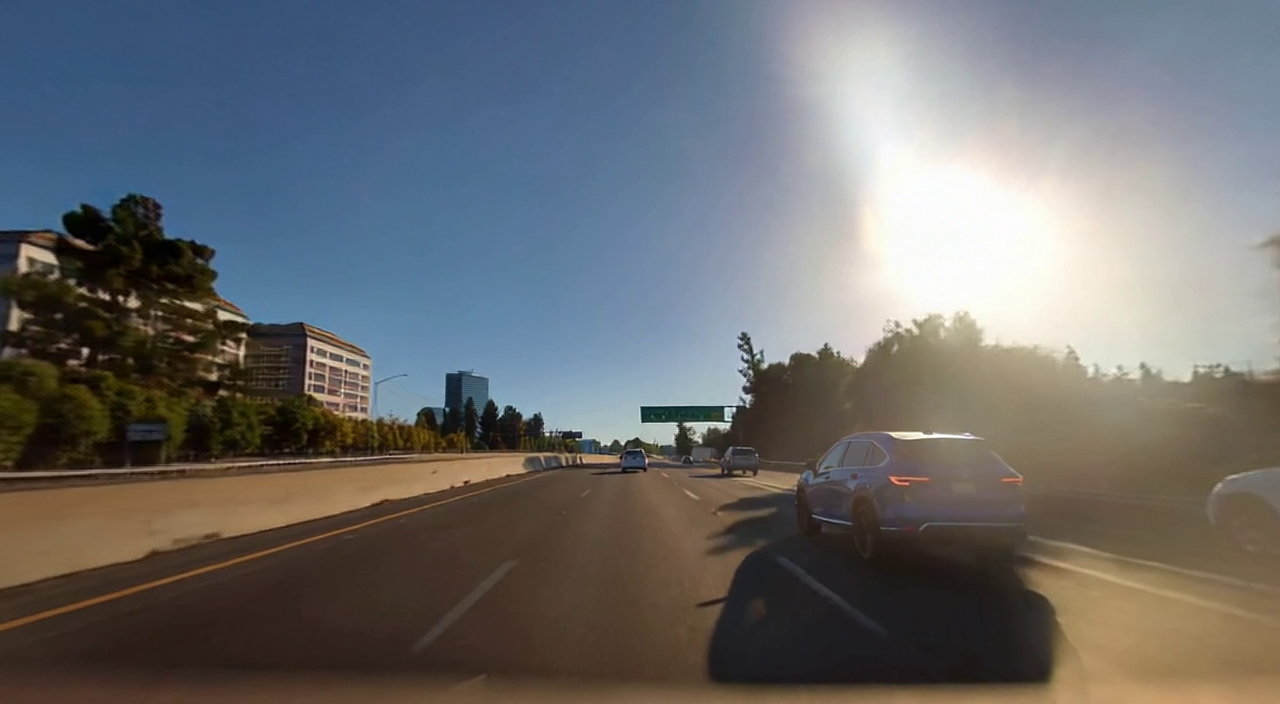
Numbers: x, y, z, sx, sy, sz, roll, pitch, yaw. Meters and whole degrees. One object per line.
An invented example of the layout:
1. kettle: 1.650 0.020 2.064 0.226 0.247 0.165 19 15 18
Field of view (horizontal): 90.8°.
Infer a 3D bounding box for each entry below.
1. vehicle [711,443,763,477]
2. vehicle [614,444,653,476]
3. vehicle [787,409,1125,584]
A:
1. vehicle: 6.924 7.805 46.026 2.526 2.230 6.190 0 -9 -3
2. vehicle: -0.424 6.476 38.072 2.181 1.768 4.383 0 -9 -2
3. vehicle: 3.556 1.716 8.293 2.097 1.659 4.320 0 -9 -1
